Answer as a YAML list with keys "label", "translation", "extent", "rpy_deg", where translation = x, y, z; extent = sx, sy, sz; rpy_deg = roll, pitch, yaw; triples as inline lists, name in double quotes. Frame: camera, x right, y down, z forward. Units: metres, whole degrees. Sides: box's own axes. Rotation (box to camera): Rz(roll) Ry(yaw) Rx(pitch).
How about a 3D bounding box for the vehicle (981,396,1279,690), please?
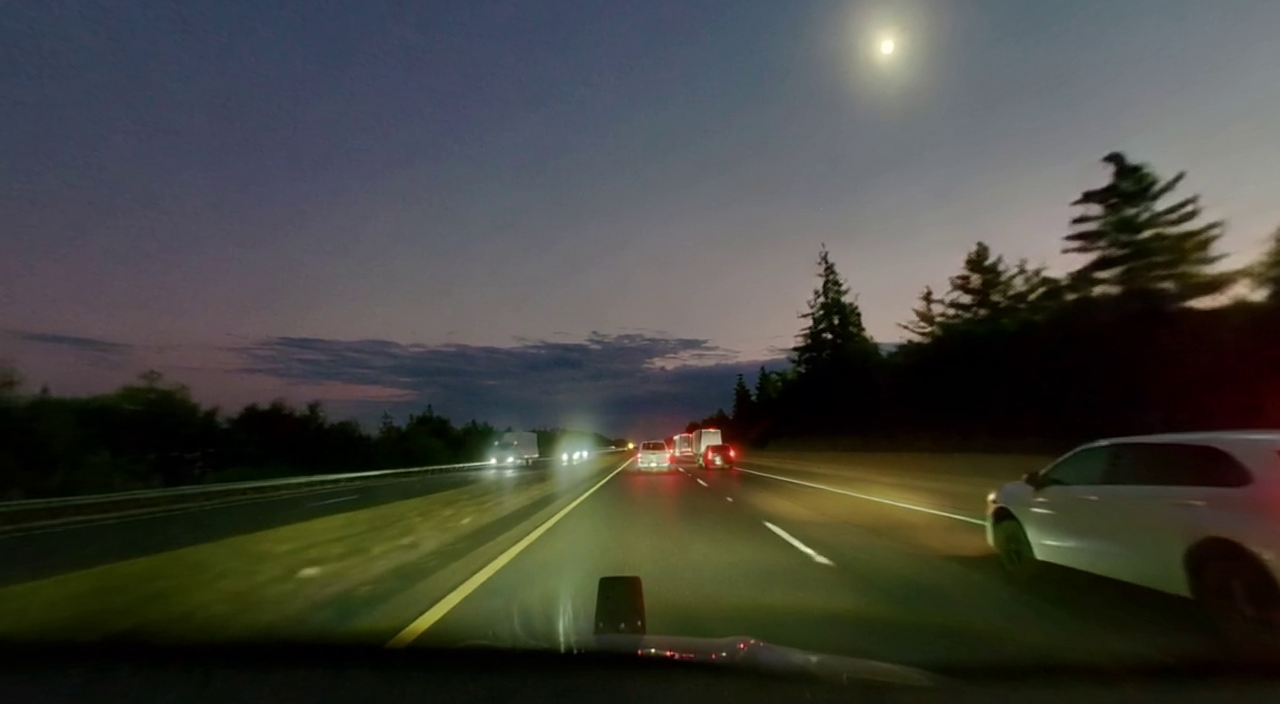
- label: "vehicle"
  translation: [4.388, 1.205, 4.545]
  extent: [1.868, 1.566, 3.509]
  rpy_deg: [0, -9, 0]

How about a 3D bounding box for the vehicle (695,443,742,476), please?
- label: "vehicle"
  translation: [4.225, 5.826, 34.484]
  extent: [1.961, 1.689, 3.971]
  rpy_deg: [0, -9, -1]

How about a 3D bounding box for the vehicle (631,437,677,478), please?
- label: "vehicle"
  translation: [0.658, 5.340, 32.022]
  extent: [2.143, 1.925, 4.101]
  rpy_deg: [0, -9, 0]
